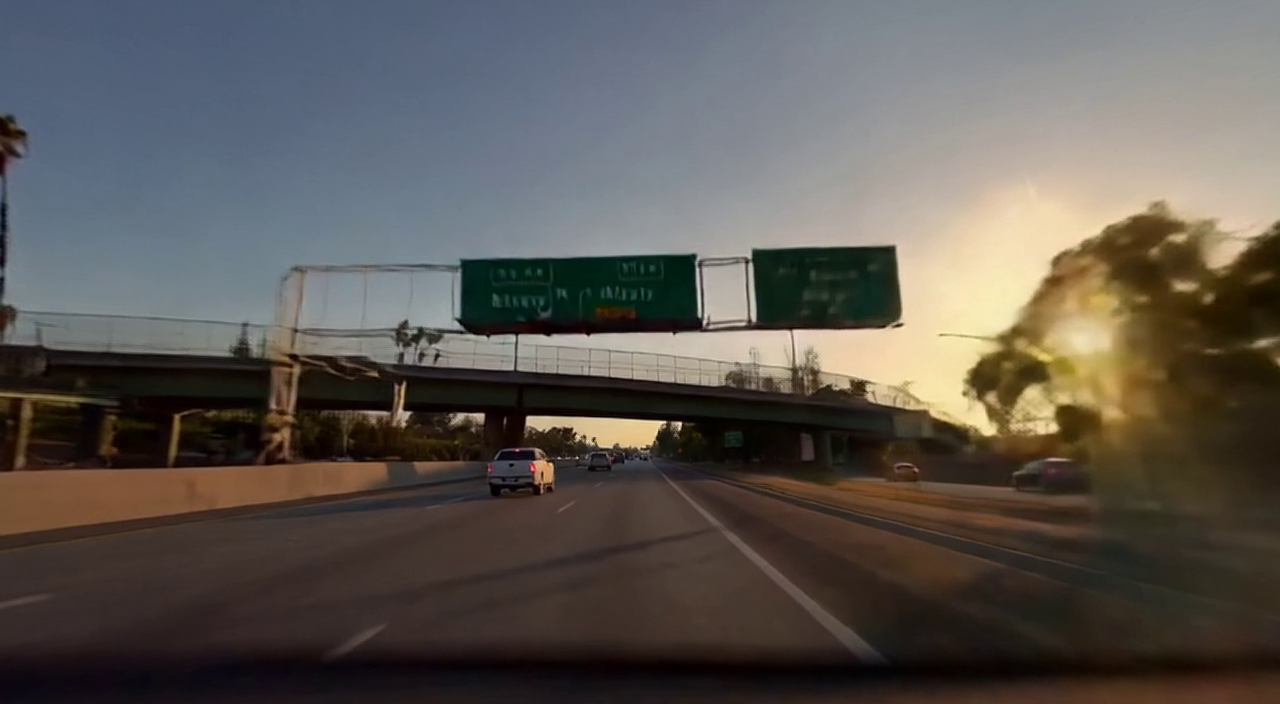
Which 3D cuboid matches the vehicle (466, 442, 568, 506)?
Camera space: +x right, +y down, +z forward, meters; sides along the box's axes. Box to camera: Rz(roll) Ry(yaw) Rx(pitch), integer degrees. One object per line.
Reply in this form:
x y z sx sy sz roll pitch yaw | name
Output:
-3.719 3.794 20.057 2.162 1.747 4.791 0 -9 1 | vehicle

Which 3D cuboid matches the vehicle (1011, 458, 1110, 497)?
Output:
21.978 6.540 33.203 2.033 1.794 5.116 -1 -9 6 | vehicle
